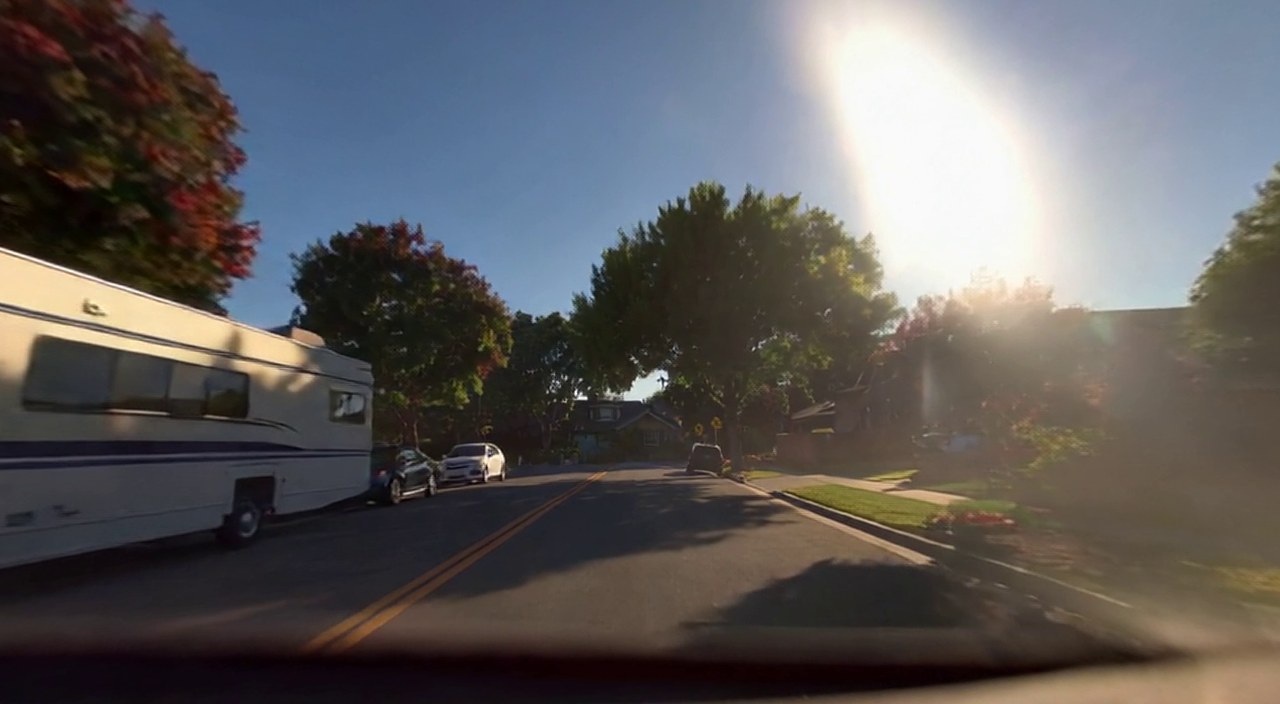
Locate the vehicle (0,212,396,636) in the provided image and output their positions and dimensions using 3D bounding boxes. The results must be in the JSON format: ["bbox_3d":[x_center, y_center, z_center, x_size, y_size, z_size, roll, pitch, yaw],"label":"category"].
[{"bbox_3d":[-6.832,0.956,7.428,3.103,3.479,11.801,-1,-9,1],"label":"vehicle"}]

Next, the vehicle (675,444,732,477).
[{"bbox_3d":[3.008,5.259,30.935,2.167,1.479,4.597,0,-8,-2],"label":"vehicle"}]

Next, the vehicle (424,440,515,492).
[{"bbox_3d":[-6.905,4.629,26.268,2.225,1.817,5.731,-3,-8,0],"label":"vehicle"}]
